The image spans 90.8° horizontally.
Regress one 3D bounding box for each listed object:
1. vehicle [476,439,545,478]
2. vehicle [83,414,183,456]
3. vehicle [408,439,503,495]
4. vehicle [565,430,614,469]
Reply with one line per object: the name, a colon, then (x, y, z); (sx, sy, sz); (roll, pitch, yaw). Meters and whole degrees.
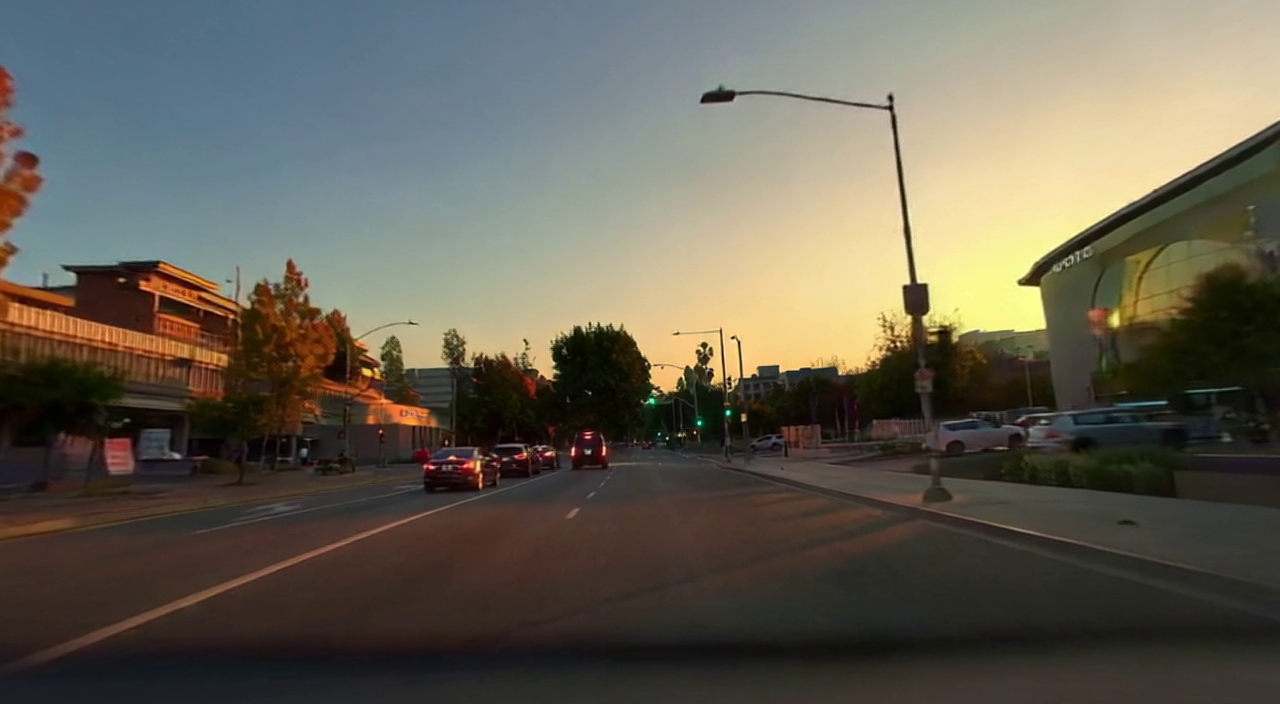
vehicle: (-5.936, 4.932, 29.577); (2.228, 1.652, 4.593); (0, -8, 0)
vehicle: (-25.720, 4.248, 32.116); (3.572, 2.012, 1.872); (-2, -8, 7)
vehicle: (-5.693, 3.570, 19.977); (1.889, 1.572, 3.599); (0, -8, 0)
vehicle: (-2.948, 5.841, 38.060); (2.496, 2.155, 5.468); (0, -8, 0)
